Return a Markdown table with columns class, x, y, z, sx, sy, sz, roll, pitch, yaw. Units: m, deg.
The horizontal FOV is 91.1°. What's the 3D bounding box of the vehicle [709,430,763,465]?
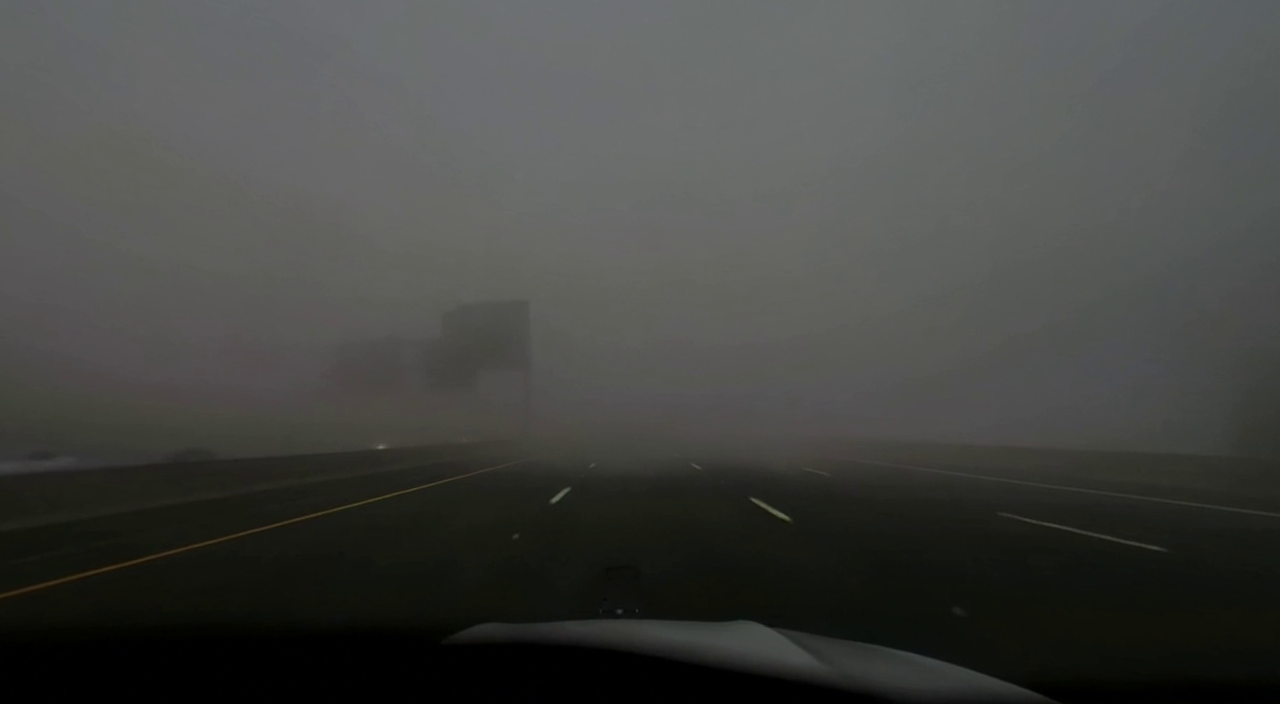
| class | x | y | z | sx | sy | sz | roll | pitch | yaw |
| --- | --- | --- | --- | --- | --- | --- | --- | --- | --- |
| vehicle | 4.365 | 4.382 | 29.096 | 1.802 | 1.492 | 3.804 | 0 | -8 | -1 |
